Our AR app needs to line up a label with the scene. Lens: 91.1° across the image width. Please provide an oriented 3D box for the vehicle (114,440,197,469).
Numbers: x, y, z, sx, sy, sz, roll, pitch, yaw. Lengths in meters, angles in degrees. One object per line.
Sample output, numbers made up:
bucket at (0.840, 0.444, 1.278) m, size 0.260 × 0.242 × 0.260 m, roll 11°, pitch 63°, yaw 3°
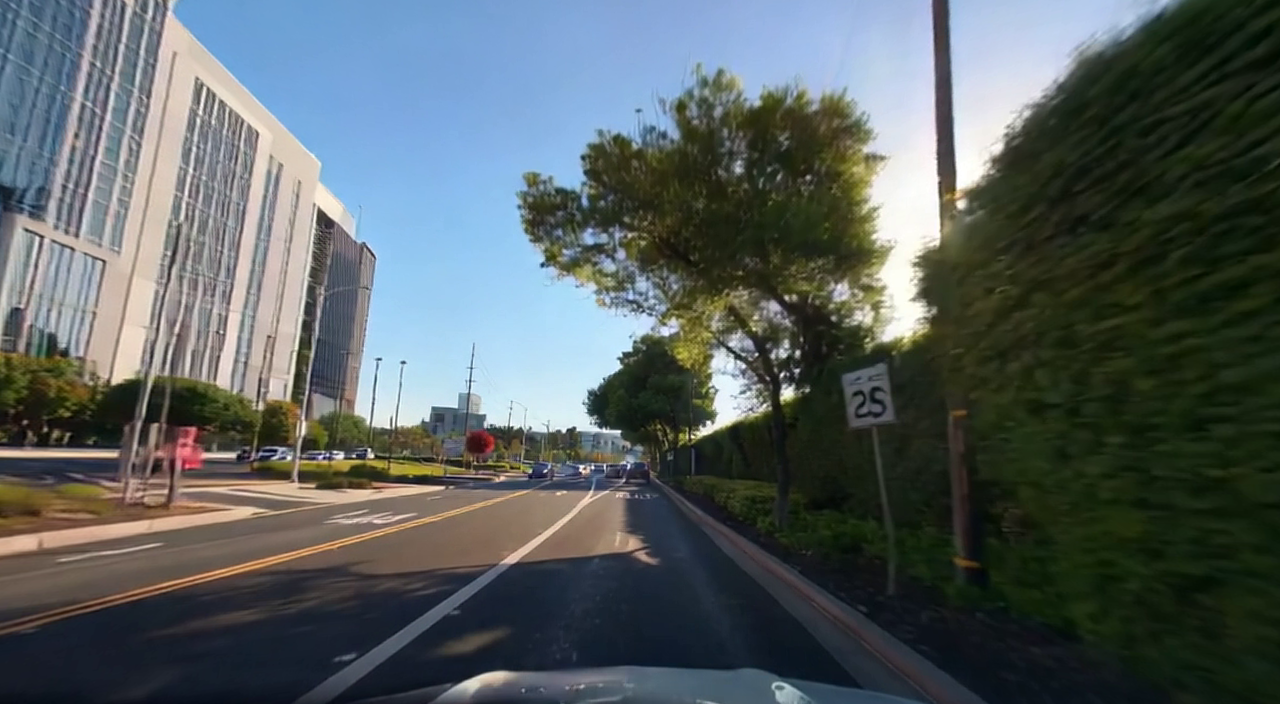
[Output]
vehicle at (-28.817, 6.134, 37.396) m, size 3.973 × 1.647 × 1.896 m, roll -3°, pitch -11°, yaw 19°

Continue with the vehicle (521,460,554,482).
vehicle at (-7.685, 9.013, 47.555) m, size 1.922 × 1.540 × 3.771 m, roll 1°, pitch -10°, yaw -1°

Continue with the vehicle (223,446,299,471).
vehicle at (-26.569, 7.479, 44.028) m, size 4.630 × 1.710 × 2.035 m, roll -4°, pitch -11°, yaw 23°
